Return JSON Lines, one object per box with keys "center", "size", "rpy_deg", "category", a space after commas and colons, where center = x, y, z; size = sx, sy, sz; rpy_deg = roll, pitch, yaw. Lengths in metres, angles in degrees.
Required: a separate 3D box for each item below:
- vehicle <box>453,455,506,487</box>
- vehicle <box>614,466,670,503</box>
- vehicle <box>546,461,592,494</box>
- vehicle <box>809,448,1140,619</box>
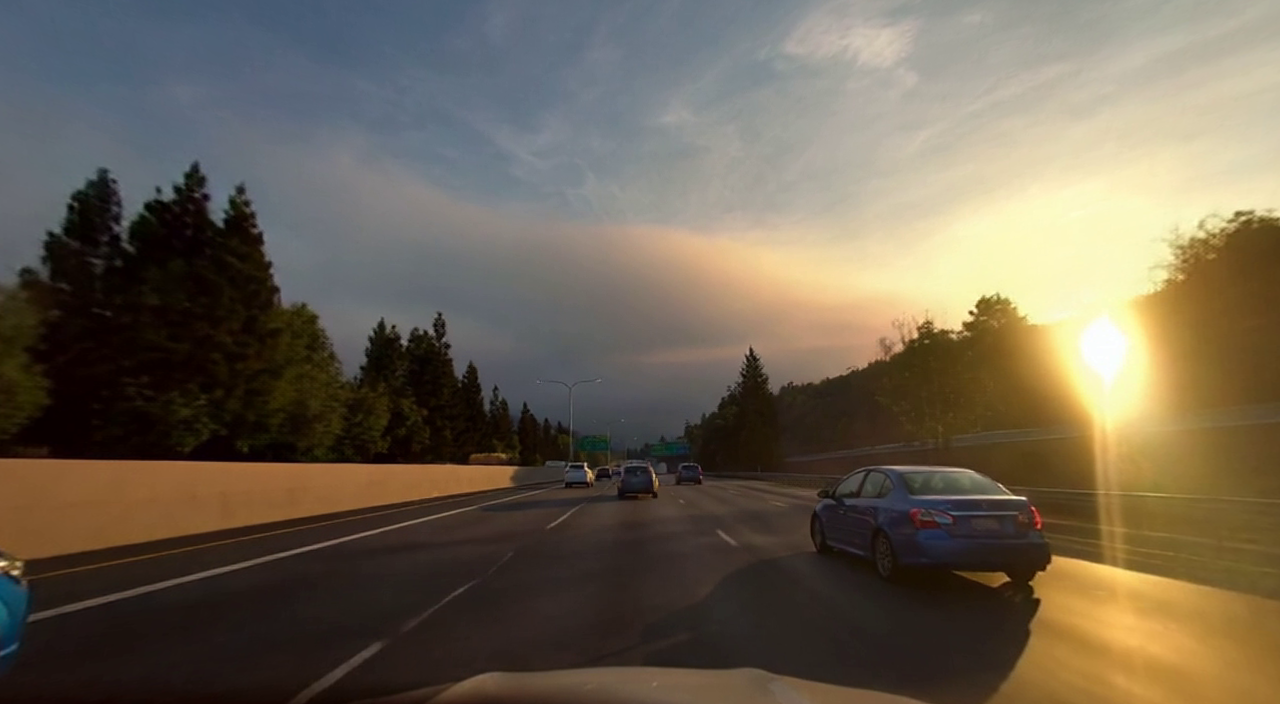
{"center": [-11.998, 8.963, 47.525], "size": [2.405, 2.227, 5.519], "rpy_deg": [0, -10, 1], "category": "vehicle"}
{"center": [0.093, 5.693, 27.296], "size": [2.241, 1.425, 3.973], "rpy_deg": [1, -10, 0], "category": "vehicle"}
{"center": [-3.933, 7.082, 35.676], "size": [2.021, 1.706, 4.247], "rpy_deg": [1, -10, 1], "category": "vehicle"}
{"center": [3.653, 2.051, 7.854], "size": [1.938, 1.561, 3.786], "rpy_deg": [1, -10, -1], "category": "vehicle"}
